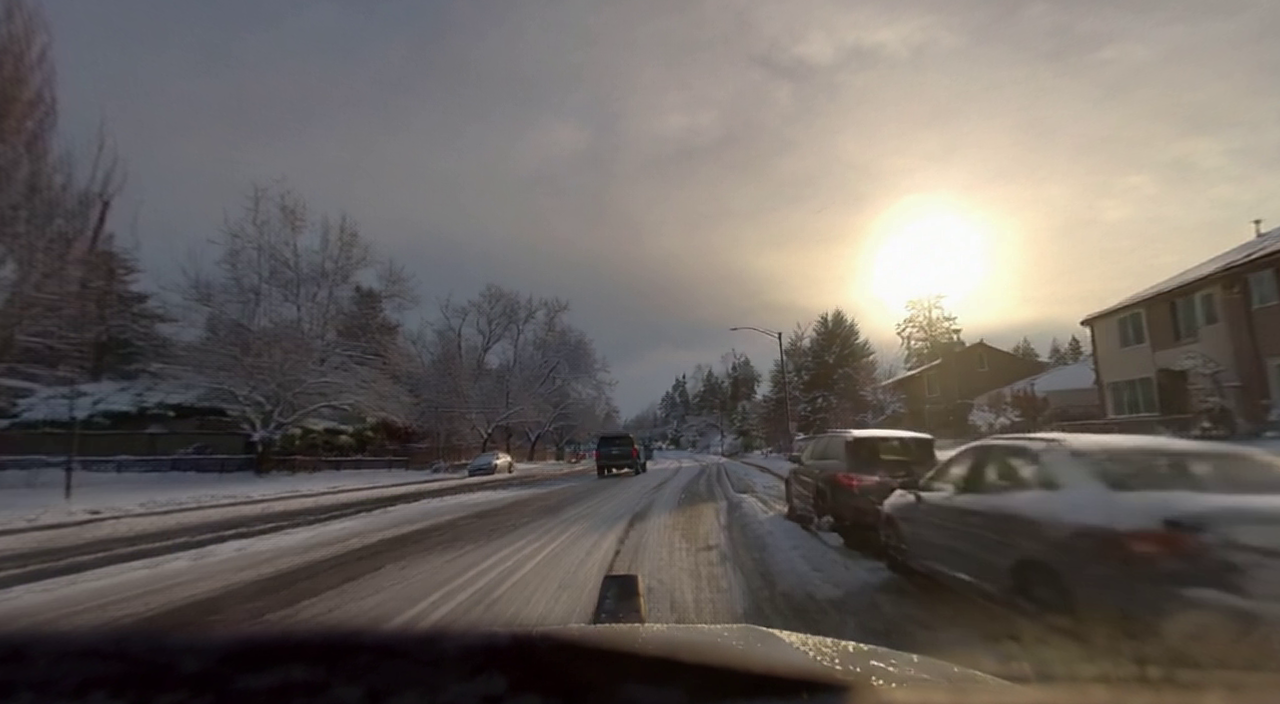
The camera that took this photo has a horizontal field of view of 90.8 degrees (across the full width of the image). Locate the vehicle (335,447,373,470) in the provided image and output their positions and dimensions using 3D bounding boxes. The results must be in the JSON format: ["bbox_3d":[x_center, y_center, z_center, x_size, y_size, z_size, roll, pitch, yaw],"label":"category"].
[{"bbox_3d":[-21.795,8.113,48.255,1.940,1.554,4.237,2,-8,-15],"label":"vehicle"}]

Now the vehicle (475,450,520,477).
[{"bbox_3d":[-10.181,7.973,45.409,2.002,1.598,4.366,-6,-9,2],"label":"vehicle"}]

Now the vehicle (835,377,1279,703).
[{"bbox_3d":[3.113,1.260,4.724,2.040,1.643,4.446,-1,-9,2],"label":"vehicle"}]

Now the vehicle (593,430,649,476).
[{"bbox_3d":[-0.854,5.031,31.561,2.085,2.084,5.133,-1,-9,6],"label":"vehicle"}]
